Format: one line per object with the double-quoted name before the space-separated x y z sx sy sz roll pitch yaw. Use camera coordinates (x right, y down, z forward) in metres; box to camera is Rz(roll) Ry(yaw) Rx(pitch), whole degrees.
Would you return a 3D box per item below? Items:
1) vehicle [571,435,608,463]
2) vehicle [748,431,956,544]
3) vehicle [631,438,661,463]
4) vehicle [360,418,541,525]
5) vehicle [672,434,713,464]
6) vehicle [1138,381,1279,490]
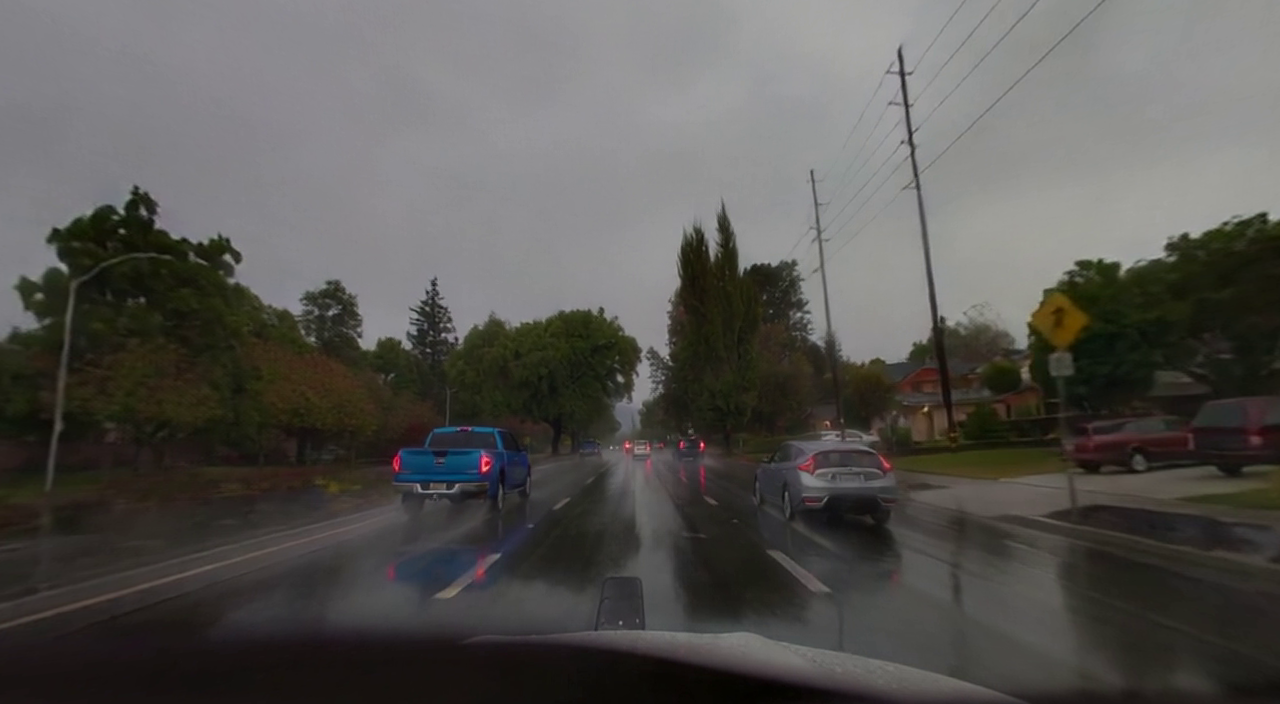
"vehicle" -3.464 6.800 44.307 2.218 1.829 4.492 0 -8 0
"vehicle" 3.146 2.086 10.438 1.884 1.463 4.195 0 -8 -1
"vehicle" 0.368 6.865 44.287 1.997 1.636 3.760 0 -8 -2
"vehicle" -3.542 2.363 13.104 2.111 1.745 5.274 0 -8 0
"vehicle" 3.373 6.358 41.443 2.099 1.845 4.363 0 -8 -2
"vehicle" 14.729 1.853 14.331 4.801 2.233 2.222 -2 -9 0
